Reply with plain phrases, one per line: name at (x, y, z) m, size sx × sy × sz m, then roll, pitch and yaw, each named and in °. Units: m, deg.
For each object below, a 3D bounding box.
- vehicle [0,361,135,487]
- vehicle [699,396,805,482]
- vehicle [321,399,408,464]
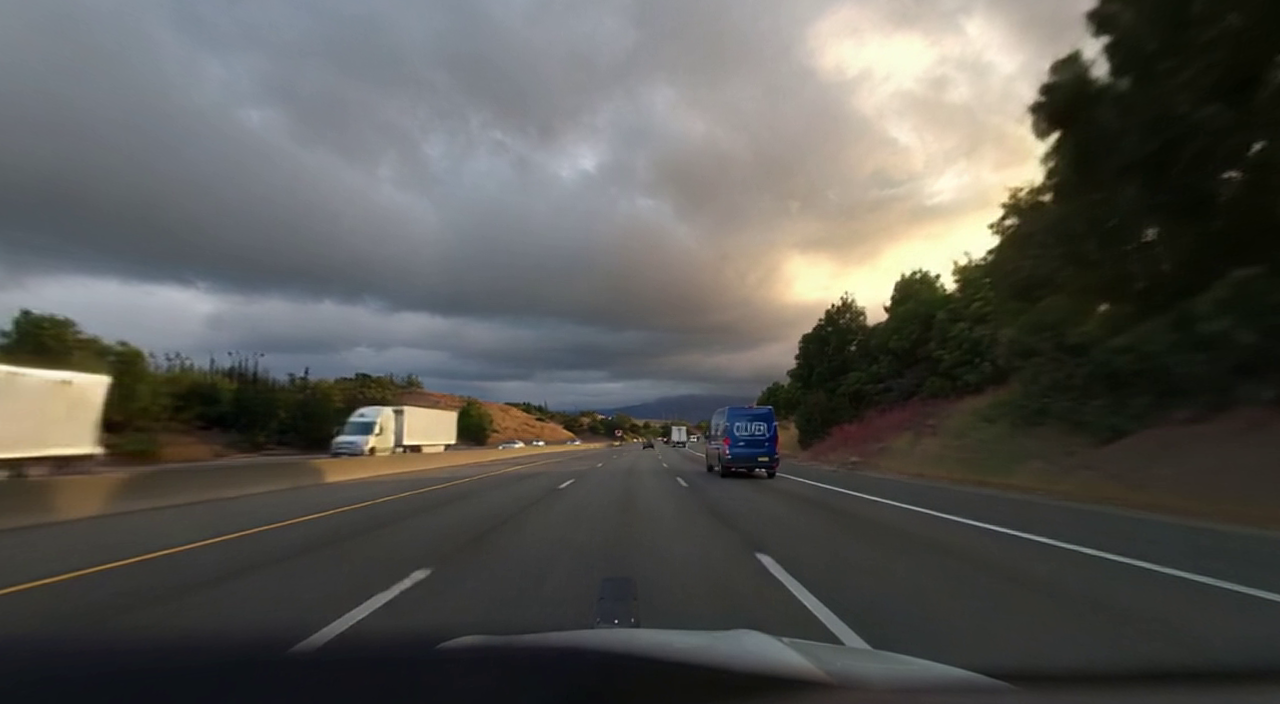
vehicle at (-22.225, 2.508, 21.535) m, size 2.818 × 4.084 × 8.266 m, roll 0°, pitch -8°, yaw 0°
vehicle at (3.643, 3.026, 21.779) m, size 2.485 × 2.562 × 5.535 m, roll 0°, pitch -8°, yaw -1°
vehicle at (-18.161, 5.361, 41.971) m, size 2.999 × 3.994 × 5.838 m, roll -1°, pitch -8°, yaw 1°
